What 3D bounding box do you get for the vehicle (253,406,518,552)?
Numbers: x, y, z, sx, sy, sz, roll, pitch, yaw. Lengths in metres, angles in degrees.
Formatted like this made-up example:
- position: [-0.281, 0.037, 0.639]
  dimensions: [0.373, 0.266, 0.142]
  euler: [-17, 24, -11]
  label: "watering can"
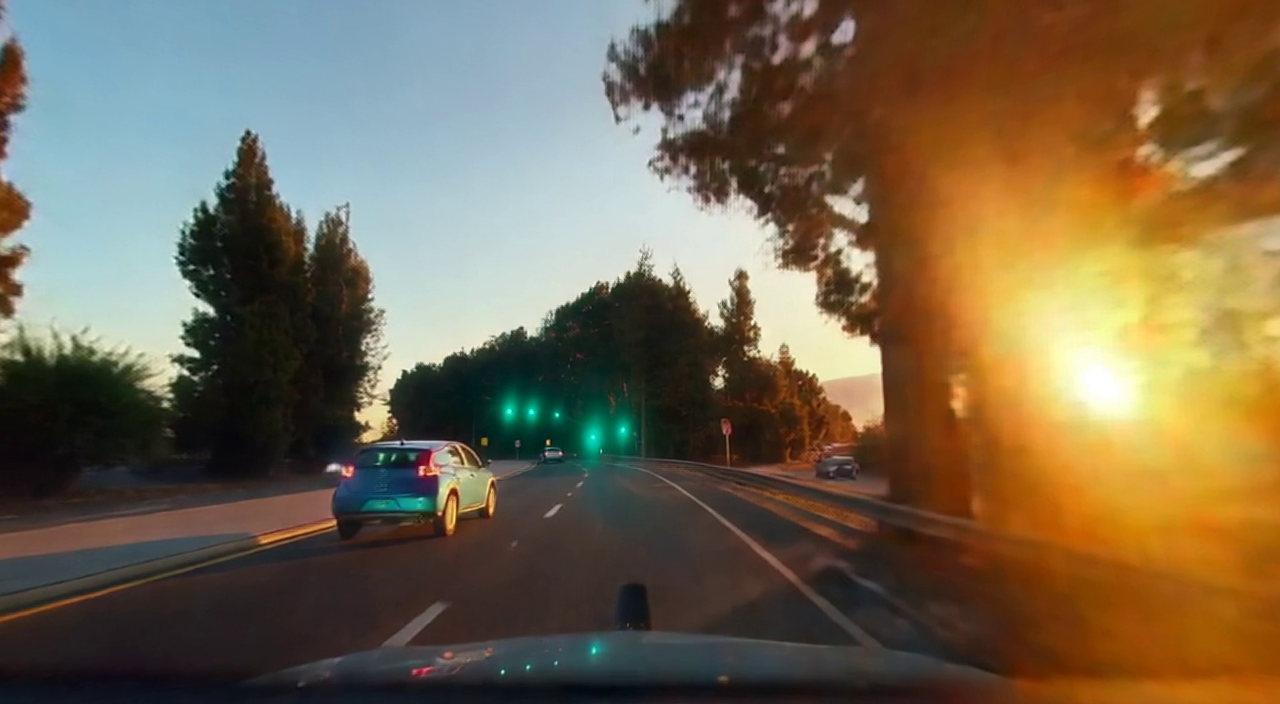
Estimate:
- position: [-3.754, 2.002, 10.656]
  dimensions: [2.336, 1.857, 4.986]
  euler: [0, -8, 1]
  label: "vehicle"
